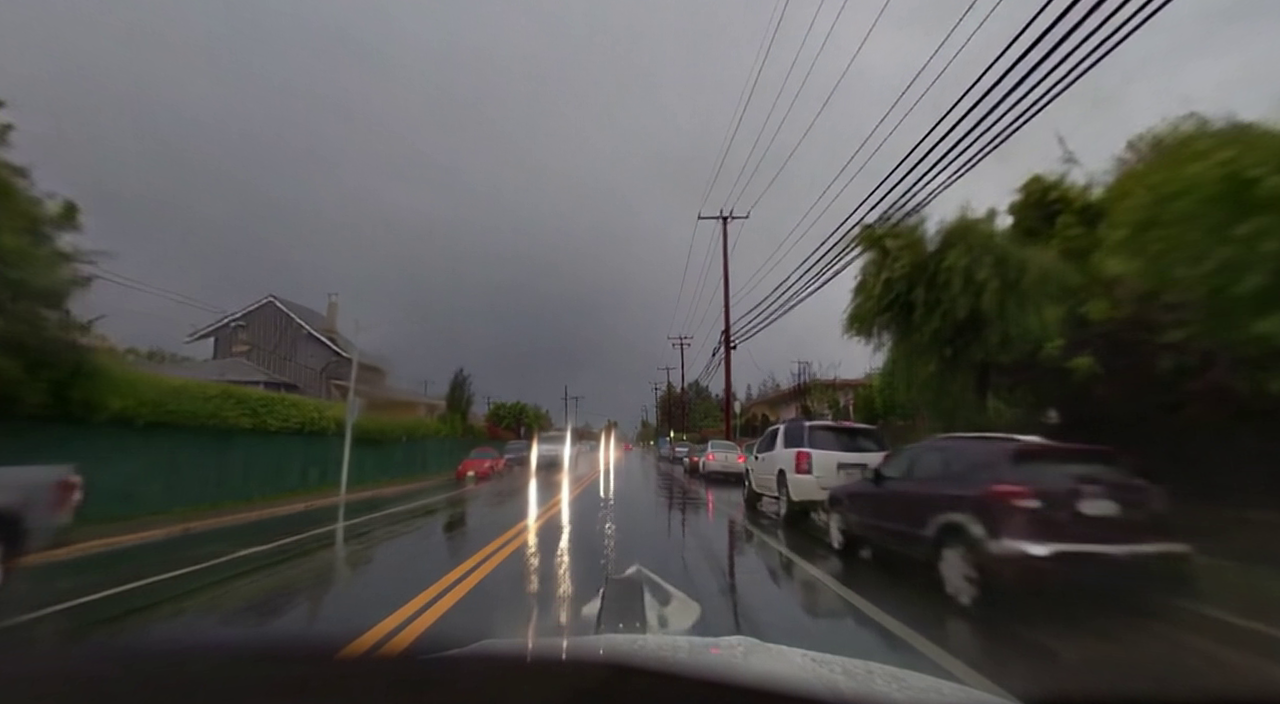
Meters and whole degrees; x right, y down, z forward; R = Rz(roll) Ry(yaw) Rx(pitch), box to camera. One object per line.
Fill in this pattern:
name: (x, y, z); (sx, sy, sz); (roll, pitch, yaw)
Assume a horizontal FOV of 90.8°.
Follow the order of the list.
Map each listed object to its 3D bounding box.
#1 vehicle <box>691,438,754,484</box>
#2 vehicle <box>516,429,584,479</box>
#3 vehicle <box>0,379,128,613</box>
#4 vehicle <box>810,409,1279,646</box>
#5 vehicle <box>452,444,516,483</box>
vehicle: (3.114, 4.205, 24.613); (1.826, 1.614, 4.241); (0, -9, -1)
vehicle: (-3.755, 4.394, 27.358); (2.194, 1.935, 4.807); (0, -9, 1)
vehicle: (-6.654, 1.073, 3.989); (2.195, 2.033, 5.741); (-1, -8, -2)
vehicle: (3.378, 1.469, 6.414); (1.914, 1.520, 4.455); (0, -8, -2)
vehicle: (-6.845, 4.912, 28.157); (1.866, 1.487, 4.416); (-1, -8, -2)
